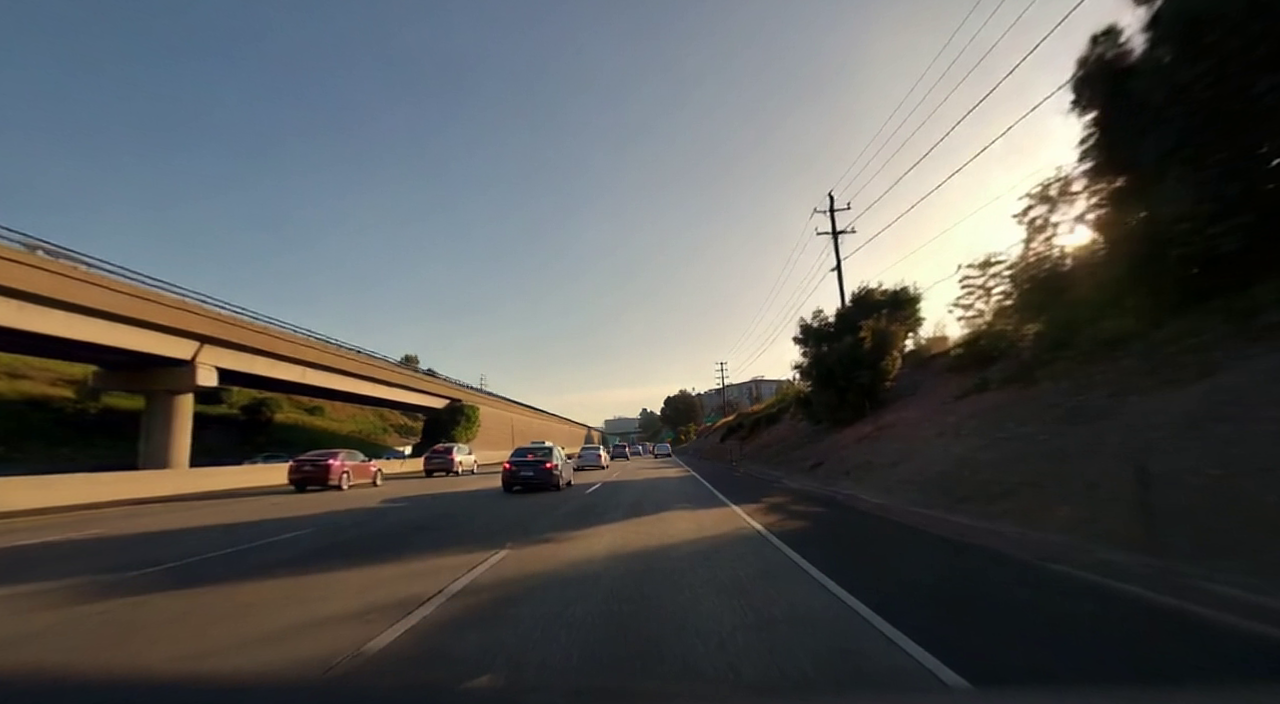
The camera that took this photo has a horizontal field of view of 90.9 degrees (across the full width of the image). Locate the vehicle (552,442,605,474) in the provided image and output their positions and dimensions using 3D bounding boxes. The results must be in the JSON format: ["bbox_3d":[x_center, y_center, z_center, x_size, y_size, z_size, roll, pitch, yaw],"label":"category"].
[{"bbox_3d":[-2.939,5.169,31.157,2.056,1.449,4.330,0,-8,2],"label":"vehicle"}]

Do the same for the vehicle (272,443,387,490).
[{"bbox_3d":[-10.773,3.976,22.247,1.981,1.484,3.827,0,-8,2],"label":"vehicle"}]

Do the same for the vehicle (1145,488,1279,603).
[{"bbox_3d":[10.887,3.105,9.857,1.962,1.584,4.807,0,-8,0],"label":"vehicle"}]

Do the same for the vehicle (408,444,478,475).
[{"bbox_3d":[-10.481,5.718,33.935,1.978,1.498,4.940,0,-8,3],"label":"vehicle"}]

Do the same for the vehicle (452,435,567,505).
[{"bbox_3d":[-3.143,2.921,16.134,1.939,1.511,4.246,0,-8,2],"label":"vehicle"}]

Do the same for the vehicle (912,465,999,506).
[{"bbox_3d":[14.255,6.009,28.742,1.853,1.586,3.727,1,-8,-3],"label":"vehicle"}]
